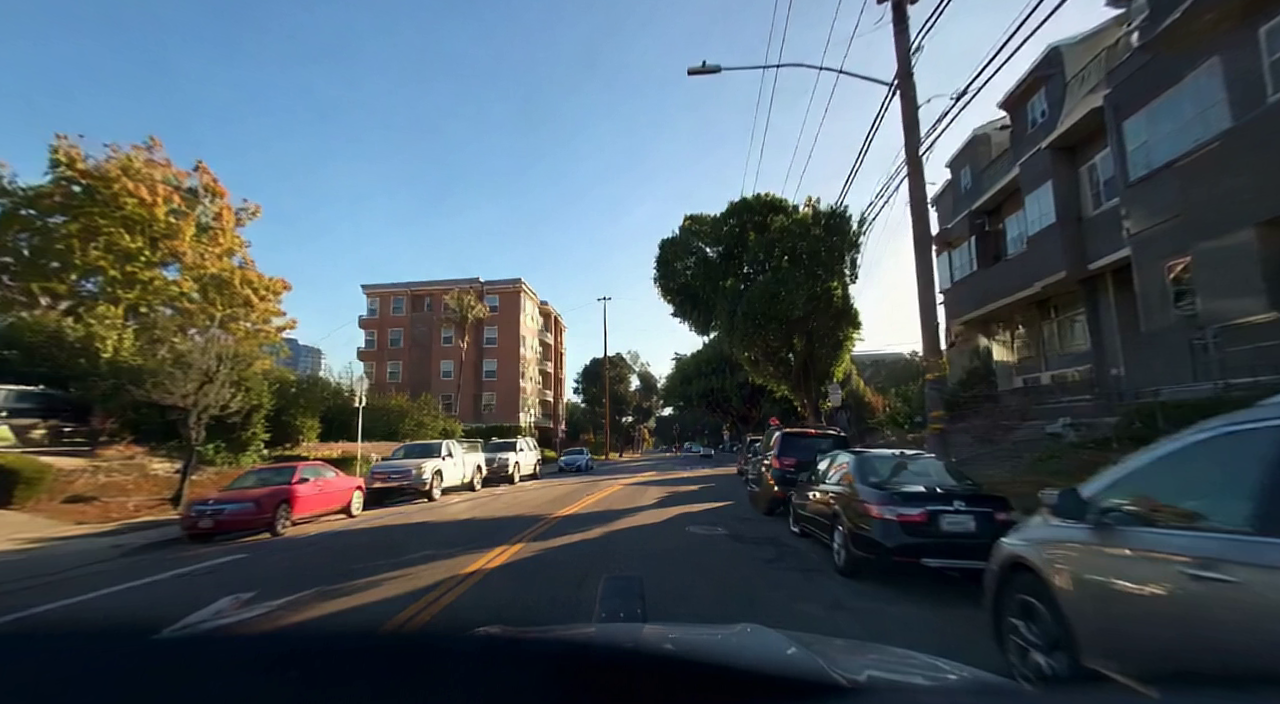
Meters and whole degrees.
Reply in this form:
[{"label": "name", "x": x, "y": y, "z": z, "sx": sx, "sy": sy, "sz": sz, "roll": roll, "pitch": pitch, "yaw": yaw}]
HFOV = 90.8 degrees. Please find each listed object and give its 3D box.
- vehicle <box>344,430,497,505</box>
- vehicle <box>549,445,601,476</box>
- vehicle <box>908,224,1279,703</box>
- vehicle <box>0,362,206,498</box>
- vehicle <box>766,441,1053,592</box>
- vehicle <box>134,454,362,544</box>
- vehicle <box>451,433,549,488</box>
[{"label": "vehicle", "x": -6.178, "y": 3.345, "z": 18.747, "sx": 2.270, "sy": 1.881, "sz": 5.412, "roll": -1, "pitch": -9, "yaw": 4}, {"label": "vehicle", "x": -3.640, "y": 6.183, "z": 36.297, "sx": 1.922, "sy": 1.505, "sz": 4.502, "roll": -5, "pitch": -9, "yaw": 7}, {"label": "vehicle", "x": 3.108, "y": 0.545, "z": 1.361, "sx": 2.233, "sy": 2.035, "sz": 6.097, "roll": 0, "pitch": -9, "yaw": -2}, {"label": "vehicle", "x": -13.590, "y": 1.866, "z": 14.475, "sx": 2.990, "sy": 2.566, "sz": 5.898, "roll": -3, "pitch": -8, "yaw": 2}, {"label": "vehicle", "x": 3.069, "y": 1.939, "z": 8.419, "sx": 1.875, "sy": 1.441, "sz": 4.445, "roll": 0, "pitch": -9, "yaw": 0}, {"label": "vehicle", "x": -7.359, "y": 2.755, "z": 12.471, "sx": 1.823, "sy": 1.407, "sz": 4.125, "roll": 0, "pitch": -9, "yaw": 1}, {"label": "vehicle", "x": -5.327, "y": 4.230, "z": 24.982, "sx": 2.158, "sy": 1.929, "sz": 5.184, "roll": -1, "pitch": -9, "yaw": 7}]
